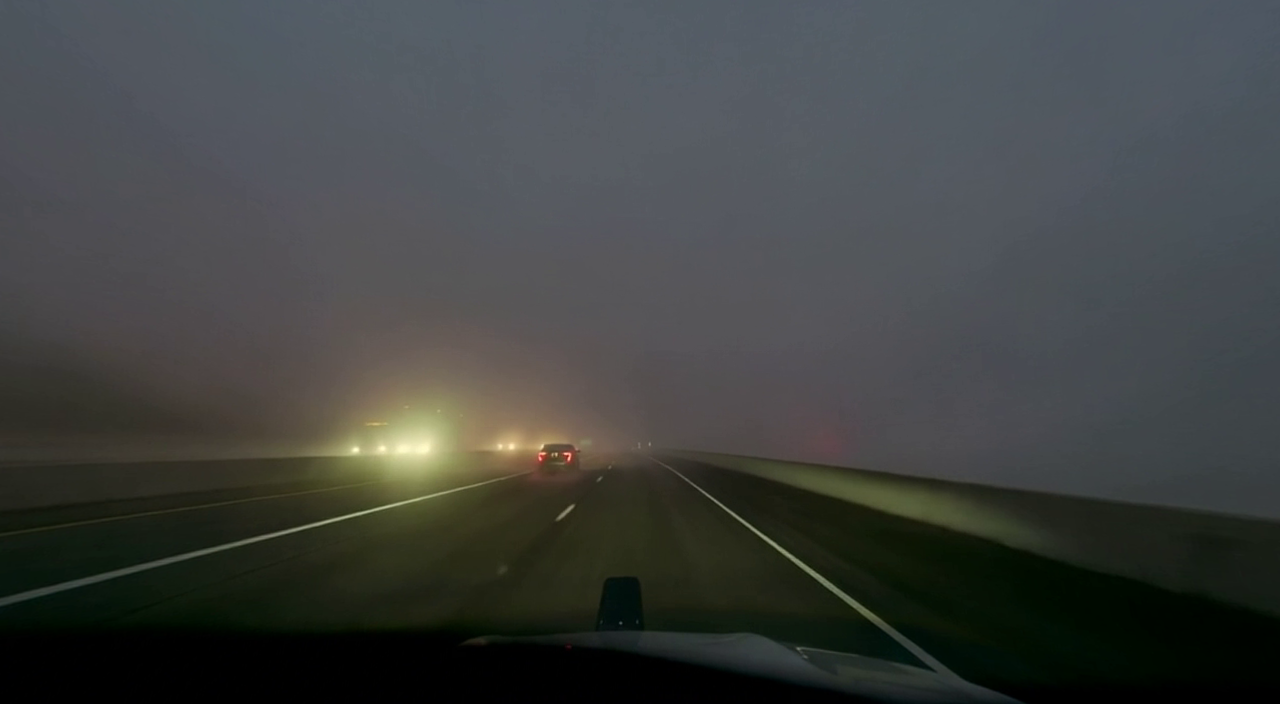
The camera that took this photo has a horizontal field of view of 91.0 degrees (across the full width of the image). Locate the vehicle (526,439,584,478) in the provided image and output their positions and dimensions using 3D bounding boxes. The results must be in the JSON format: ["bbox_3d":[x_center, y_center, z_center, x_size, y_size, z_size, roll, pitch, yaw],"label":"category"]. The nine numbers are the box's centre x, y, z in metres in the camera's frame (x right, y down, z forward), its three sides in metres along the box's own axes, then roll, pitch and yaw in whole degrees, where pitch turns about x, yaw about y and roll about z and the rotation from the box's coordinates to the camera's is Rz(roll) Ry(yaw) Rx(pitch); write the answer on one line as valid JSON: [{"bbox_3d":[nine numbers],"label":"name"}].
[{"bbox_3d":[-3.894,4.970,29.644,2.133,1.683,4.340,1,-9,0],"label":"vehicle"}]

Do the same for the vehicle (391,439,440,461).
[{"bbox_3d":[-17.154,7.517,48.264,2.064,1.556,4.548,1,-9,0],"label":"vehicle"}]
